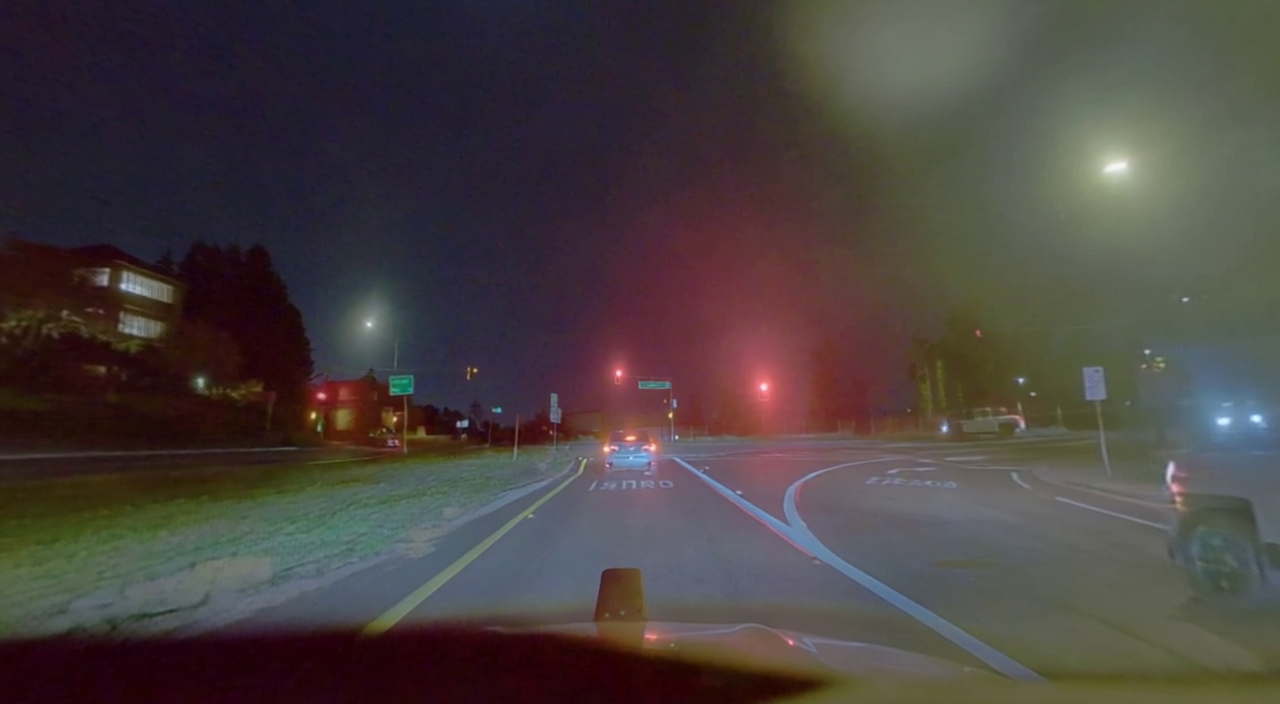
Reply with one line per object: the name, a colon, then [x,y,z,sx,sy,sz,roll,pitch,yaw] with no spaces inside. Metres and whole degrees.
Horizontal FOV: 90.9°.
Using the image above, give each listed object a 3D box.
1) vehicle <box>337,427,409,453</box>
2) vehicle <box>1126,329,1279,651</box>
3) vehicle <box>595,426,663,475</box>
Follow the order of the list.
vehicle: [-18.574,6.146,44.025,4.200,1.639,1.844,-1,-8,-1]
vehicle: [4.664,0.609,2.278,2.084,1.870,5.068,-1,-8,5]
vehicle: [-0.362,3.299,21.388,2.056,1.473,4.380,0,-8,-1]
